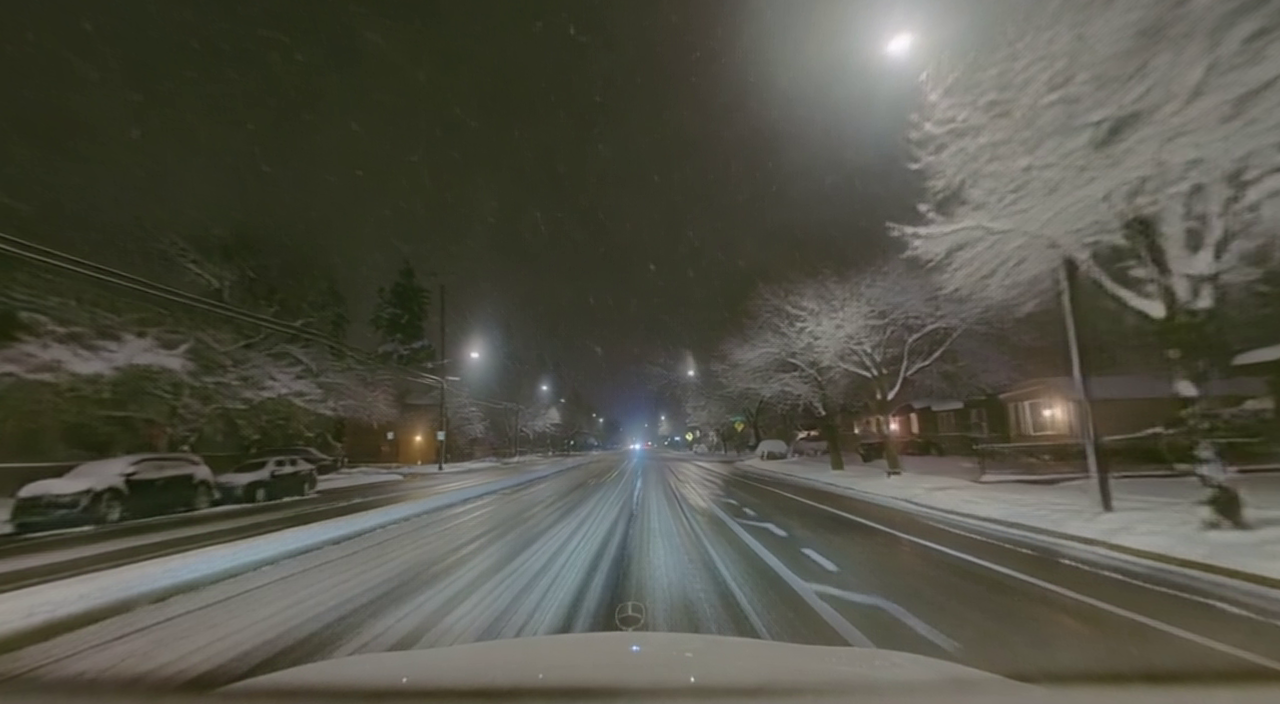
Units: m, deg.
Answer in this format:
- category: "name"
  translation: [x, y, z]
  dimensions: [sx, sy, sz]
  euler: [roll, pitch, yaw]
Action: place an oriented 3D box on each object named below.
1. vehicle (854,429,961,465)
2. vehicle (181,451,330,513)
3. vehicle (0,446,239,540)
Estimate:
- category: "vehicle"
  translation: [14.075, 5.015, 33.433]
  dimensions: [4.907, 1.693, 2.081]
  euler: [0, -7, 13]
- category: "vehicle"
  translation: [-11.745, 3.937, 19.668]
  dimensions: [1.888, 1.439, 4.351]
  euler: [-2, -6, 1]
- category: "vehicle"
  translation: [-11.814, 3.067, 14.515]
  dimensions: [2.023, 1.629, 4.822]
  euler: [-2, -7, -1]
